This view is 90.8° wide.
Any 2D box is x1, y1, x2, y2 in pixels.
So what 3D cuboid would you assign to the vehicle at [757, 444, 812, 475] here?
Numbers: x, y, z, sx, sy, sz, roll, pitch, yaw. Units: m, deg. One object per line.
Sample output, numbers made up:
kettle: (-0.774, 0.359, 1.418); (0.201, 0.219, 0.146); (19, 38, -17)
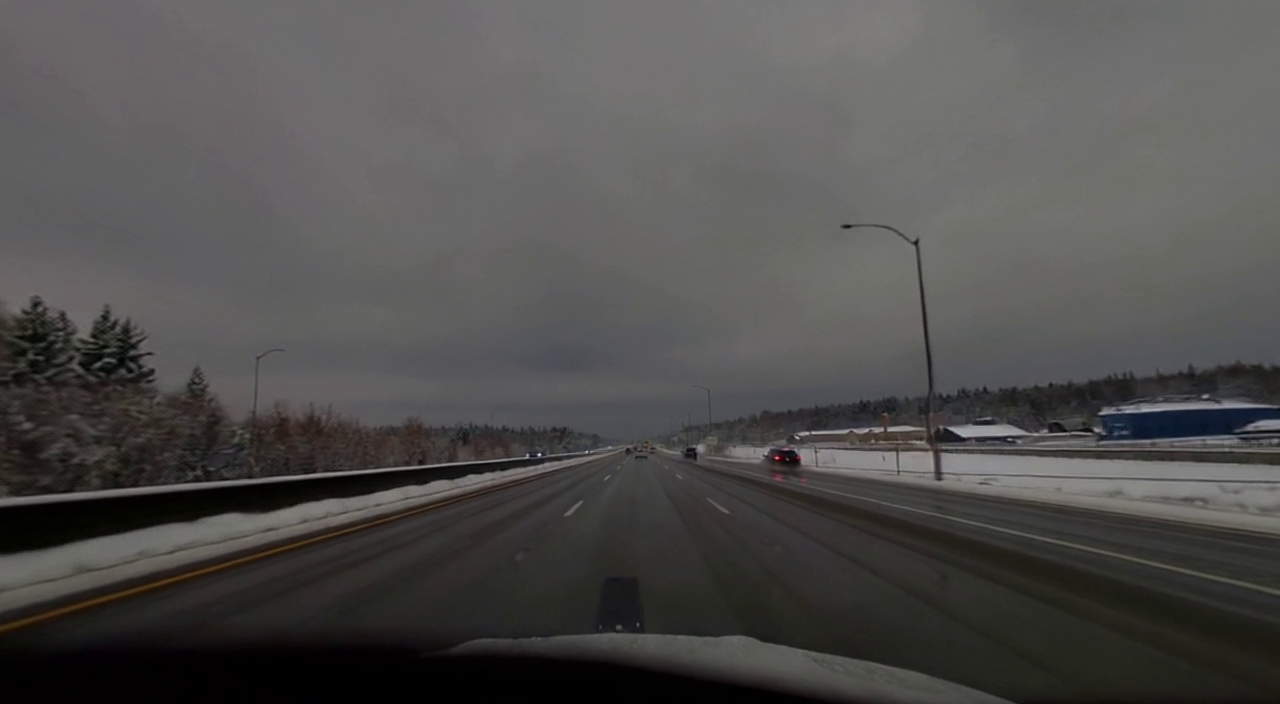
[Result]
vehicle: (7.650, 5.720, 33.706); (1.923, 1.516, 3.815); (0, -9, -2)
